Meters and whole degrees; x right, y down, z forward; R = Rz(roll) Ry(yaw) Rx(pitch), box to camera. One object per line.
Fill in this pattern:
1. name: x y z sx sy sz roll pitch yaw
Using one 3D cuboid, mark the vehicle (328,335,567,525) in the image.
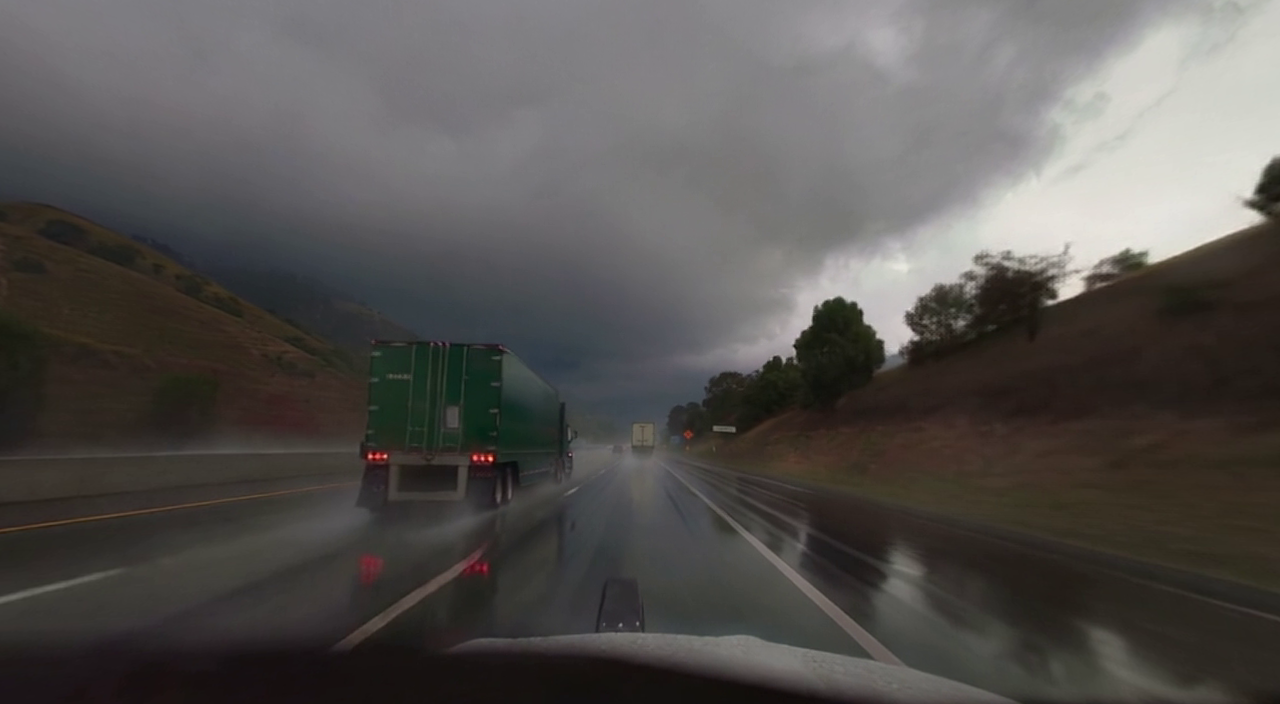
1. vehicle: -3.932 2.138 16.374 2.789 3.271 10.894 0 -9 0
